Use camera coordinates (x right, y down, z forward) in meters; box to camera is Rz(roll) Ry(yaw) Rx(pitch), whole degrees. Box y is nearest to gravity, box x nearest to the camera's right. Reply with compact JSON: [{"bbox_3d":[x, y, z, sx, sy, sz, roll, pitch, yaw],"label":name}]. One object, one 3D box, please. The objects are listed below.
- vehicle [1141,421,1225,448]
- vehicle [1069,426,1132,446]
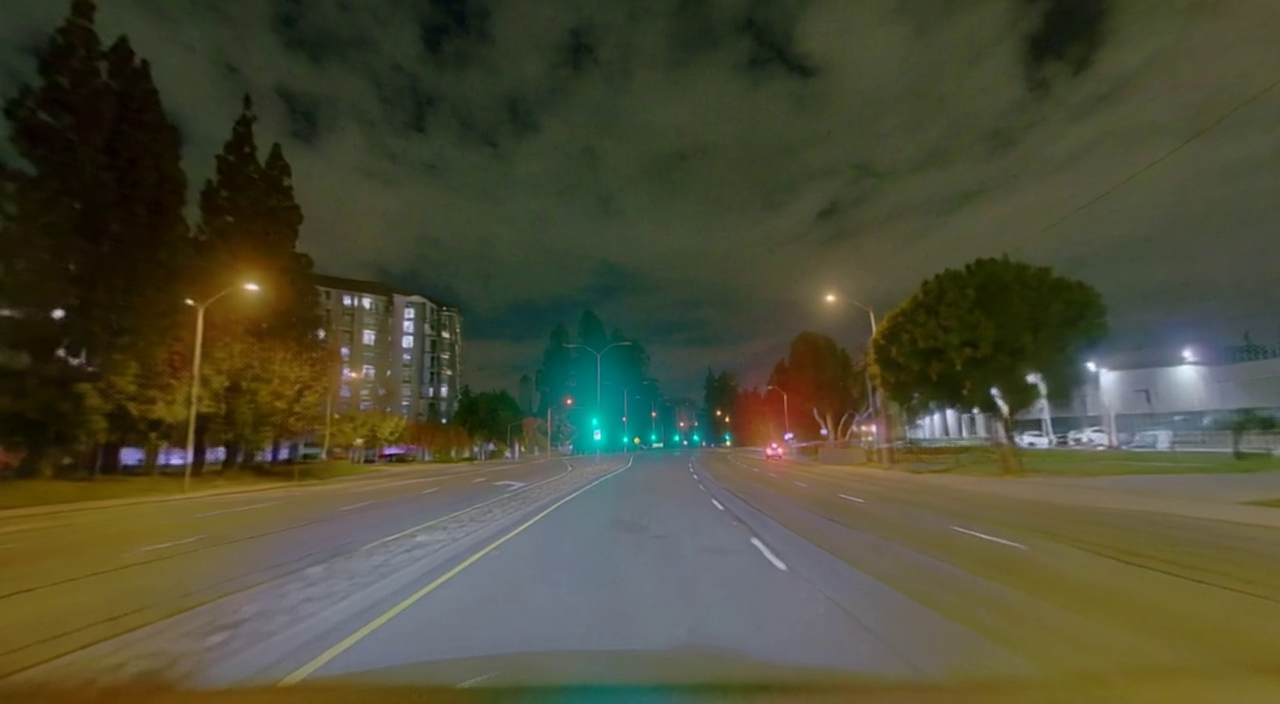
[{"bbox_3d":[36.063,5.488,41.962,4.540,1.717,1.926,2,-9,-16],"label":"vehicle"},{"bbox_3d":[34.188,6.248,46.934,3.693,1.473,1.643,2,-9,-14],"label":"vehicle"}]
